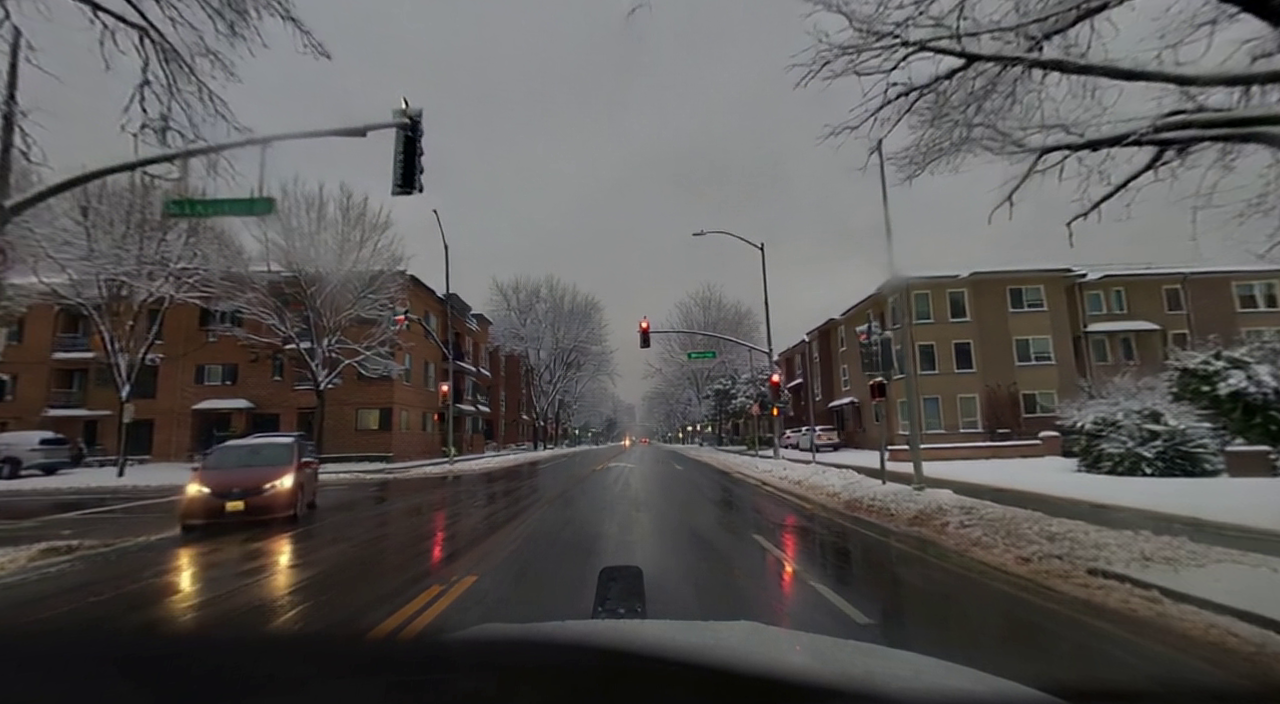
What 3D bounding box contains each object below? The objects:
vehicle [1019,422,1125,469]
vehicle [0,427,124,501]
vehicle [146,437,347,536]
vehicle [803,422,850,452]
[{"bbox_3d":[17.124,3.760,25.314,2.013,1.722,4.007,-2,-9,12],"label":"vehicle"},{"bbox_3d":[-17.561,3.117,17.334,4.804,1.842,2.171,-2,-8,-2],"label":"vehicle"},{"bbox_3d":[-7.151,2.373,11.347,4.135,1.424,1.945,-12,-14,42],"label":"vehicle"},{"bbox_3d":[11.447,5.296,39.035,1.950,1.714,4.245,-1,-9,6],"label":"vehicle"}]
